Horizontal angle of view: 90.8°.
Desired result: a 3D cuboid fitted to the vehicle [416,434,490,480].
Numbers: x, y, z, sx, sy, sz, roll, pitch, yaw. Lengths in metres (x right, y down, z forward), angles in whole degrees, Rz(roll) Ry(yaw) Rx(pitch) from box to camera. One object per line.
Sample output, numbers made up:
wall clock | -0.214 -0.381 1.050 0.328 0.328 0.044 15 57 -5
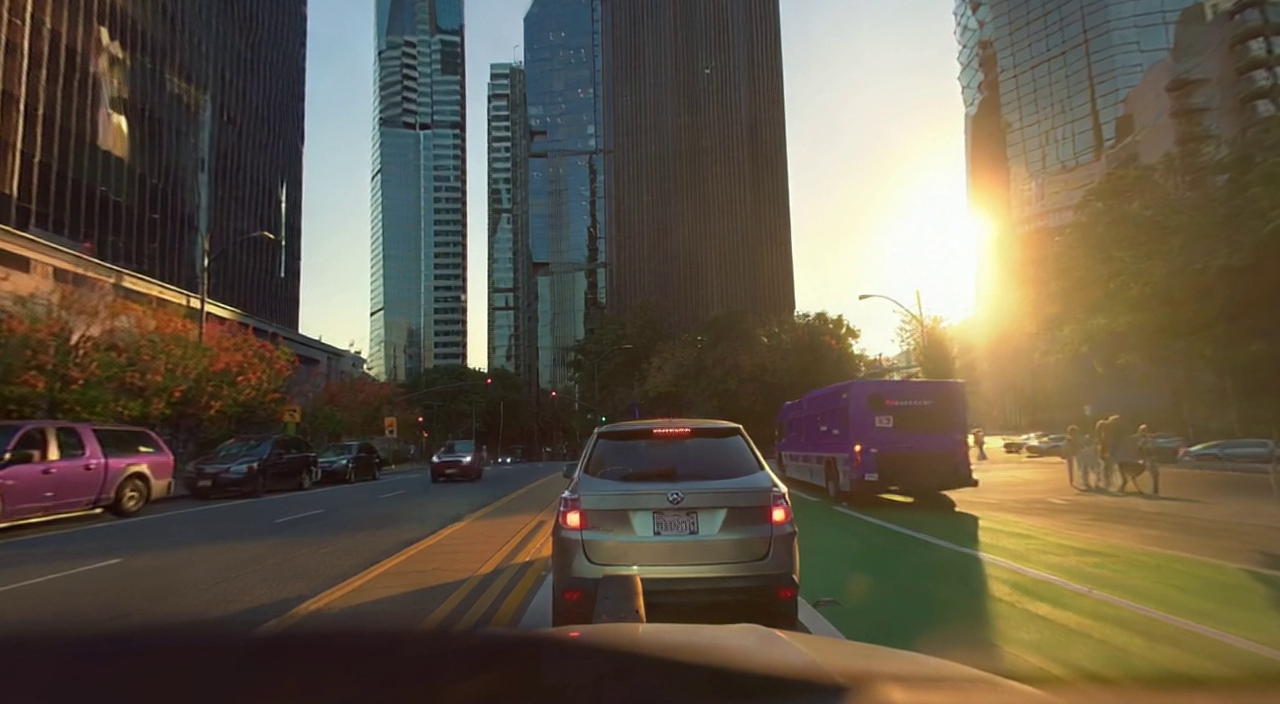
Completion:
vehicle | -7.934 4.503 27.369 2.198 1.779 4.926 1 -8 -6

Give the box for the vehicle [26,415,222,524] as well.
vehicle | -10.843 2.460 13.615 1.482 2.019 3.297 0 -9 -4

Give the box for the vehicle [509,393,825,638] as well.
vehicle | 0.214 1.448 6.555 2.192 1.695 4.142 0 -8 1

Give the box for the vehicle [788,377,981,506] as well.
vehicle | 6.876 2.735 19.351 3.113 3.116 7.650 0 -8 3

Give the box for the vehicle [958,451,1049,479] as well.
vehicle | 23.897 7.408 41.567 4.956 1.706 1.822 -6 -10 33

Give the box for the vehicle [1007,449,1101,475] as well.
vehicle | 28.083 7.434 42.956 5.153 1.626 1.895 -6 -10 34

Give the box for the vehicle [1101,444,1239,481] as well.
vehicle | 30.837 6.449 37.101 5.890 1.996 2.155 -6 -10 34

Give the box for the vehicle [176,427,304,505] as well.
vehicle | -11.196 3.183 17.998 1.559 1.973 3.419 1 -9 -5

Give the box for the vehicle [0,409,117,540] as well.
vehicle | -10.478 1.925 10.004 1.543 1.946 3.454 1 -9 -6

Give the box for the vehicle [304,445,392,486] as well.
vehicle | -11.566 4.492 25.390 1.791 1.463 4.210 0 -9 -4
